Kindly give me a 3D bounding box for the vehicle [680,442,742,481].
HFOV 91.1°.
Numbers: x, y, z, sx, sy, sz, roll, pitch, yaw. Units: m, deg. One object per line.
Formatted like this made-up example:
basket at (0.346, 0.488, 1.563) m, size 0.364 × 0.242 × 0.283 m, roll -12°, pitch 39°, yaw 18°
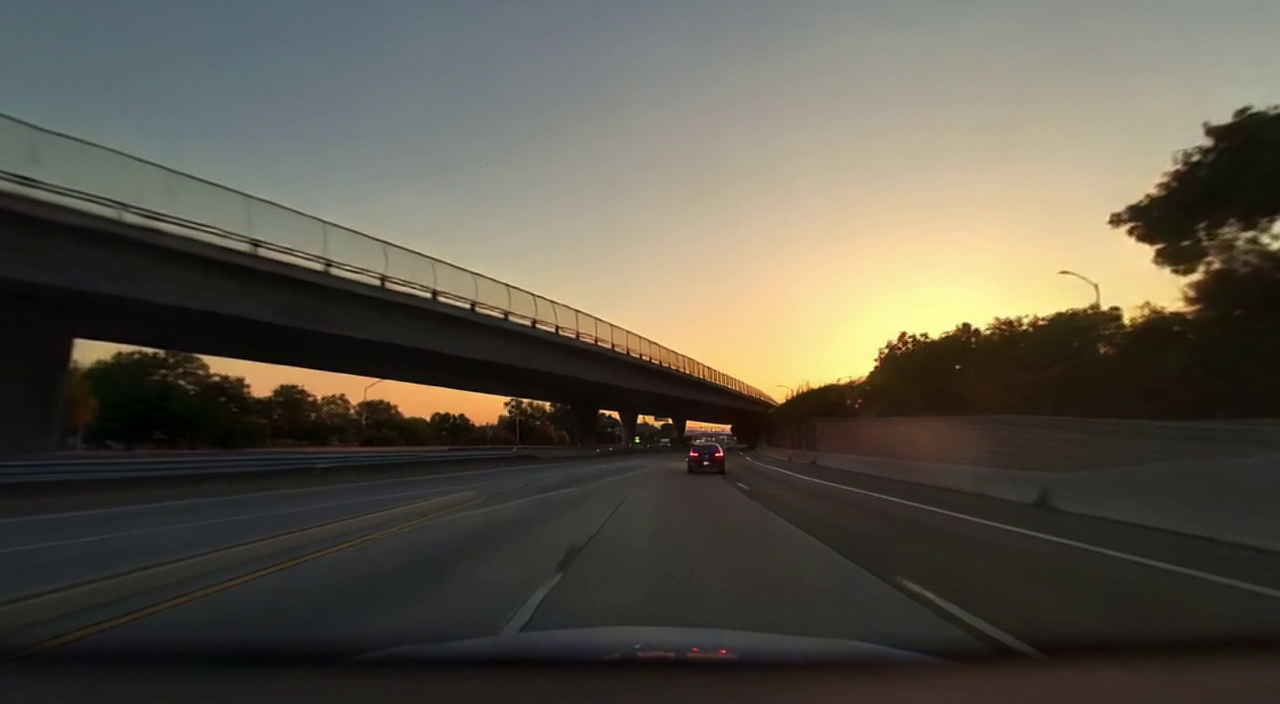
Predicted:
vehicle at (2.703, 4.291, 24.988) m, size 2.124 × 1.405 × 4.398 m, roll 0°, pitch -8°, yaw 2°
